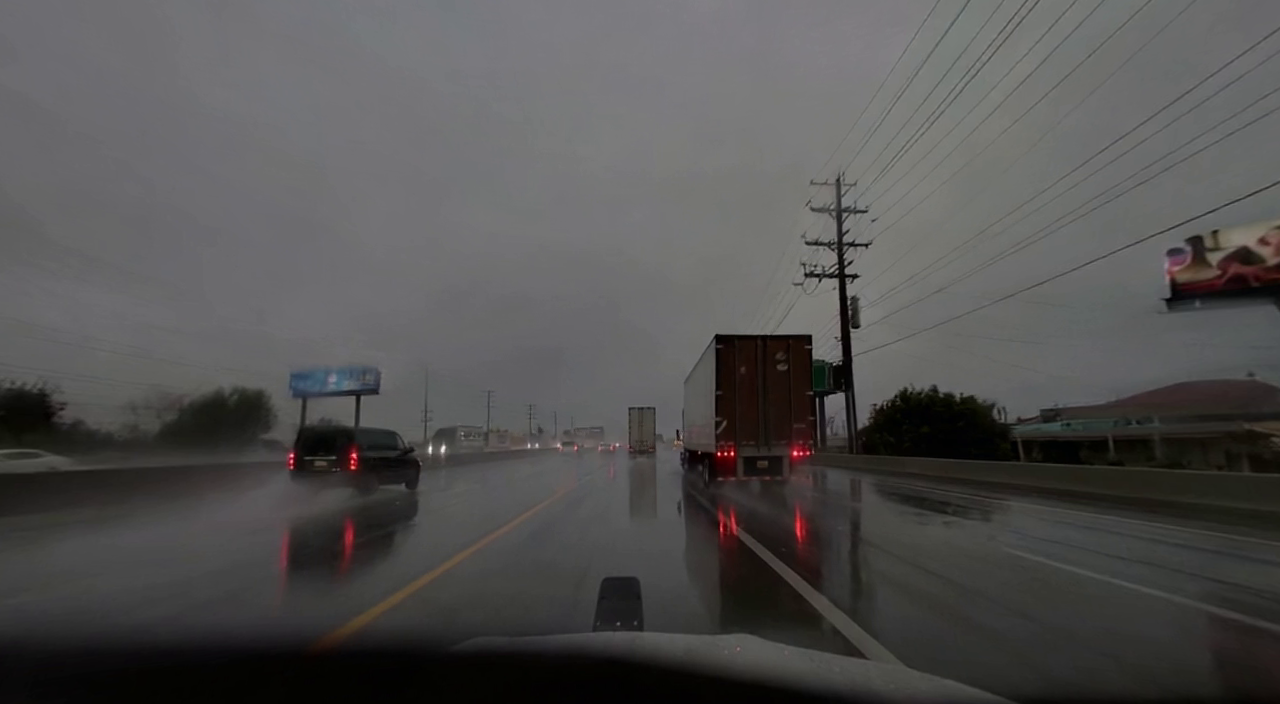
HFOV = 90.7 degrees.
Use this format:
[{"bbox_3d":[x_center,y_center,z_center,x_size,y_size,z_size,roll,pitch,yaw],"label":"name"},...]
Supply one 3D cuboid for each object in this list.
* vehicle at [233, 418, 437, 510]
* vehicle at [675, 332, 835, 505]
[{"bbox_3d":[-7.344,2.795,16.227,2.425,1.917,5.647,0,-9,0],"label":"vehicle"},{"bbox_3d":[3.200,2.808,23.545,2.892,4.152,16.575,0,-9,0],"label":"vehicle"}]
